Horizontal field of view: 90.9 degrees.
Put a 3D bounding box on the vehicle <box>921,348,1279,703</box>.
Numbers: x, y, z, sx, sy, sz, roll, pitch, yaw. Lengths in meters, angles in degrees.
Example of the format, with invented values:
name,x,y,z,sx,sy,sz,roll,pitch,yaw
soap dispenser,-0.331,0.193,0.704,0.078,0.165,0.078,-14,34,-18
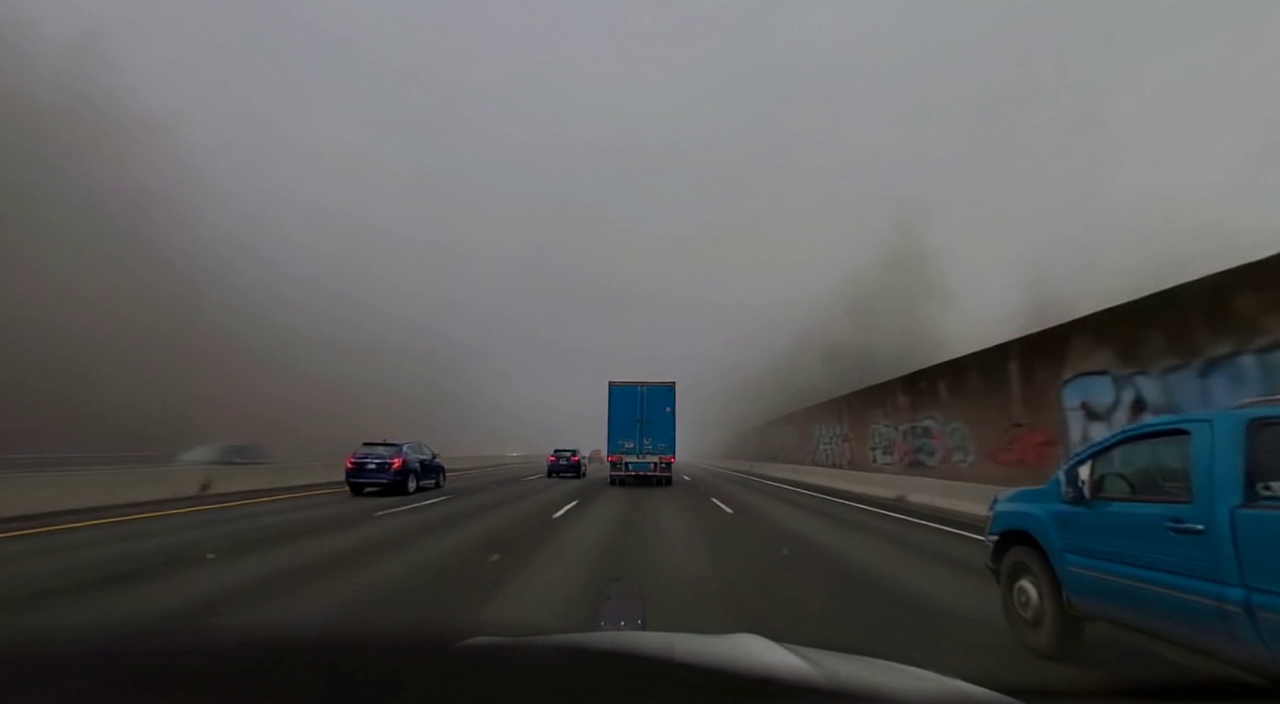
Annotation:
name,x,y,z,sx,sy,sz,roll,pitch,yaw
vehicle,3.704,0.986,3.512,2.205,1.689,4.403,0,-9,0

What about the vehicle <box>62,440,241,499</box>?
name,x,y,z,sx,sy,sz,roll,pitch,yaw
vehicle,-14.008,3.382,18.425,2.003,1.516,3.922,0,-9,1

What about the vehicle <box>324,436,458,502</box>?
name,x,y,z,sx,sy,sz,roll,pitch,yaw
vehicle,-6.717,3.200,17.561,2.005,1.607,4.042,0,-9,1

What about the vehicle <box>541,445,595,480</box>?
name,x,y,z,sx,sy,sz,roll,pitch,yaw
vehicle,-3.311,5.188,29.865,2.020,1.505,4.171,0,-9,1

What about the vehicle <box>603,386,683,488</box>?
name,x,y,z,sx,sy,sz,roll,pitch,yaw
vehicle,0.060,3.843,27.797,2.915,3.661,9.741,0,-9,-1
